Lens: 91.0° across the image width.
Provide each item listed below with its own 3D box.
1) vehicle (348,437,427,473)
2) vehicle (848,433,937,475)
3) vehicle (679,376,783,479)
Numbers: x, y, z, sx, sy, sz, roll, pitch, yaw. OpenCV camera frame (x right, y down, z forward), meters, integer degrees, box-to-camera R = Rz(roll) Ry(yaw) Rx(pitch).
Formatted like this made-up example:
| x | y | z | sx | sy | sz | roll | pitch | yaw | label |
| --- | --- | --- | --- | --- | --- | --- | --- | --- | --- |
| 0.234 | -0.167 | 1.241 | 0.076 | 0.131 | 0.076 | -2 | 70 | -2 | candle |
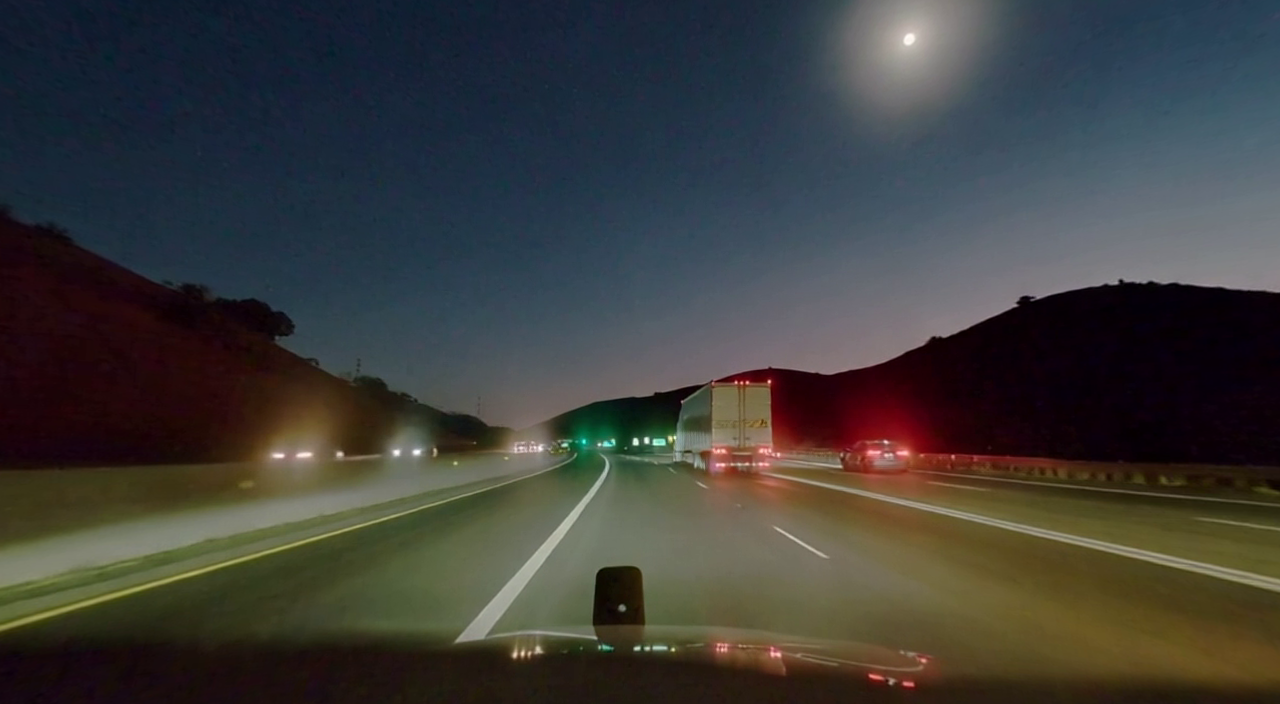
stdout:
| x | y | z | sx | sy | sz | roll | pitch | yaw | label |
| --- | --- | --- | --- | --- | --- | --- | --- | --- | --- |
| -13.365 | 5.499 | 33.757 | 2.113 | 1.783 | 5.320 | 0 | -9 | -1 | vehicle |
| 11.422 | 4.659 | 28.903 | 2.046 | 1.741 | 4.769 | 0 | -9 | -1 | vehicle |
| 3.833 | 3.700 | 29.750 | 3.049 | 3.968 | 10.706 | 0 | -9 | -1 | vehicle |
